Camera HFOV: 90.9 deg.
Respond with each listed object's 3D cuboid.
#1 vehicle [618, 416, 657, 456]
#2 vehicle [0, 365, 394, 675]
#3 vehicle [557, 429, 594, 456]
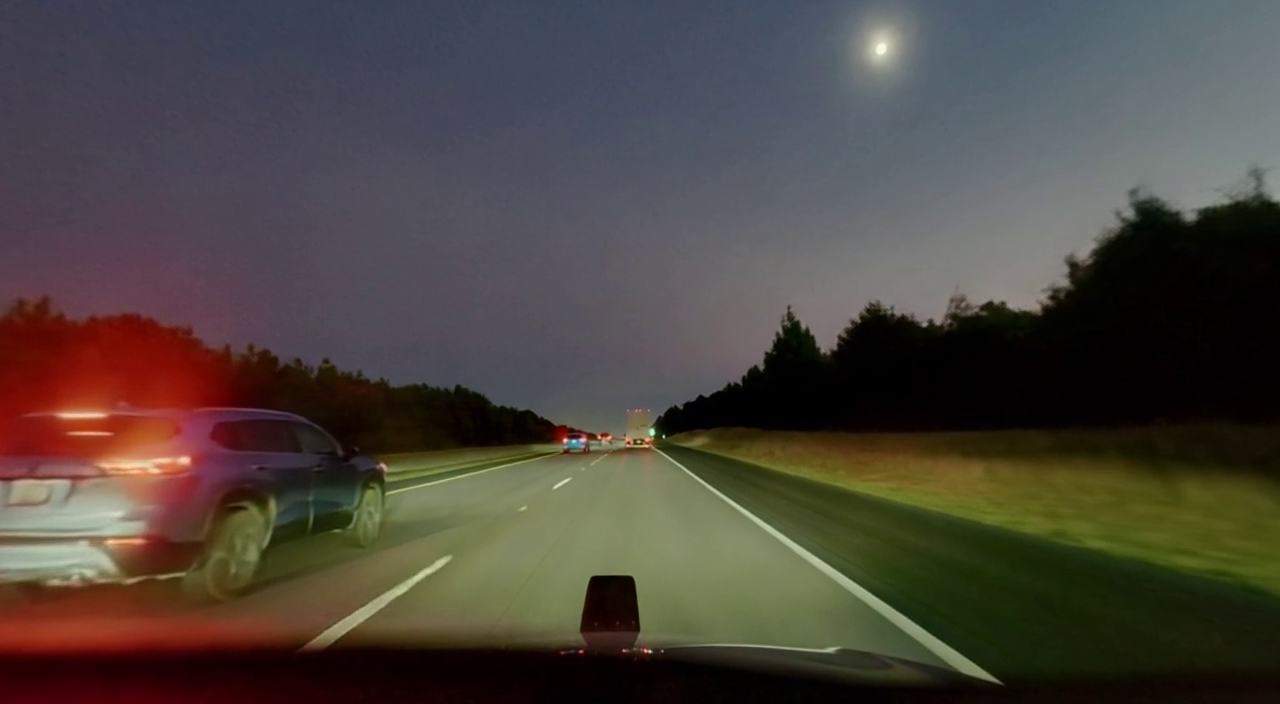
[{"bbox_3d":[-0.200,5.742,42.972,2.526,2.531,5.026,0,-8,-1],"label":"vehicle"},{"bbox_3d":[-4.076,1.184,5.579,2.045,1.655,4.301,0,-8,0],"label":"vehicle"},{"bbox_3d":[-4.316,6.134,42.937,2.049,1.726,4.291,0,-8,1],"label":"vehicle"}]
